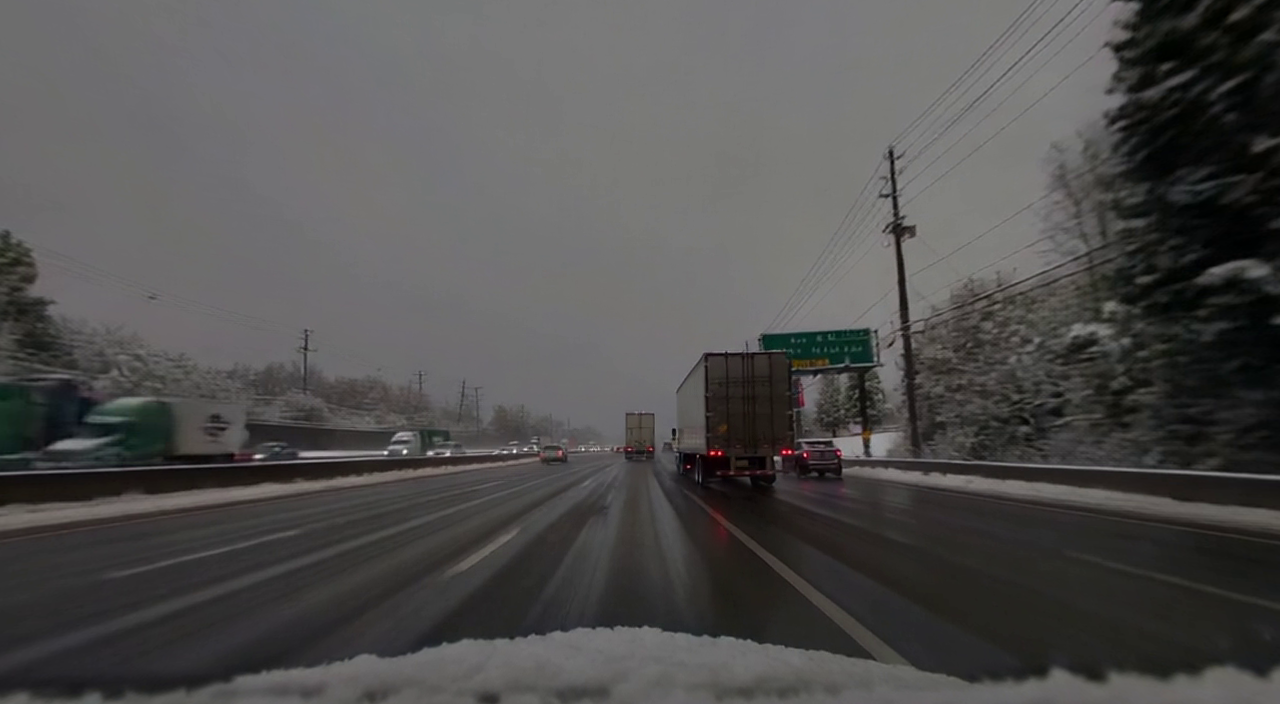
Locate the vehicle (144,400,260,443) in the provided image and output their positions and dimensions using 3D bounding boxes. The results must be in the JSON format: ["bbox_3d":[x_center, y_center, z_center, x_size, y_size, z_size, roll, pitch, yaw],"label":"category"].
[{"bbox_3d":[-20.907,3.439,30.526,2.008,1.858,4.938,-1,-9,1],"label":"vehicle"}]

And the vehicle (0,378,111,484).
[{"bbox_3d":[-24.803,2.965,23.539,3.057,3.802,8.100,0,-9,0],"label":"vehicle"}]

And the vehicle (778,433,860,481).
[{"bbox_3d":[7.550,4.490,27.219,2.115,1.844,4.522,0,-9,-1],"label":"vehicle"}]

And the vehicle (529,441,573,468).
[{"bbox_3d":[-6.849,7.925,49.223,2.425,1.917,5.647,-1,-9,2],"label":"vehicle"}]

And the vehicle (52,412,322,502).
[{"bbox_3d":[-20.893,5.079,31.283,2.971,3.403,13.948,-1,-9,1],"label":"vehicle"}]

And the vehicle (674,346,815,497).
[{"bbox_3d":[3.322,3.156,25.804,2.892,4.152,16.575,0,-9,0],"label":"vehicle"}]
